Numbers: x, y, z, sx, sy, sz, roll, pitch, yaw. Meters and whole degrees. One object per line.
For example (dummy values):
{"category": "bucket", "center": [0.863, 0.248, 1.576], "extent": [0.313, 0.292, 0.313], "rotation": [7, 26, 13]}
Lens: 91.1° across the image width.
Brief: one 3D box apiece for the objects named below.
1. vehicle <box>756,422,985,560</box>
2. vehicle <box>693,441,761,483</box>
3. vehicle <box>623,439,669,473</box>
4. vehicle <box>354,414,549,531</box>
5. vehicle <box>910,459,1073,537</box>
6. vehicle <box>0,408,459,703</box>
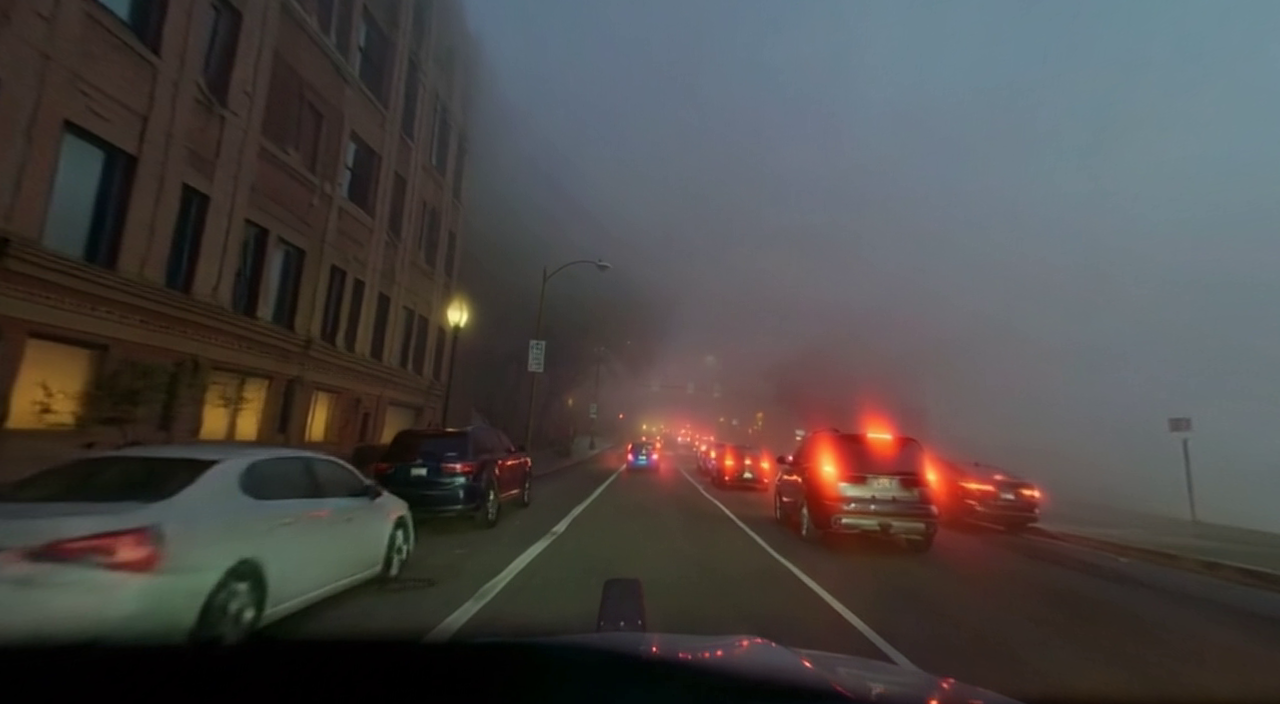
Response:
{"category": "vehicle", "center": [3.309, 2.077, 10.179], "extent": [2.002, 1.707, 4.547], "rotation": [0, -9, 0]}
{"category": "vehicle", "center": [3.298, 4.265, 24.668], "extent": [1.966, 1.475, 4.528], "rotation": [0, -9, 0]}
{"category": "vehicle", "center": [0.281, 4.807, 29.254], "extent": [2.007, 1.460, 3.923], "rotation": [0, -9, 1]}
{"category": "vehicle", "center": [-3.143, 2.133, 11.673], "extent": [2.128, 1.725, 4.471], "rotation": [0, -9, 1]}
{"category": "vehicle", "center": [8.982, 3.712, 16.553], "extent": [1.893, 1.663, 4.257], "rotation": [0, -9, 2]}
{"category": "vehicle", "center": [-3.076, 1.308, 4.988], "extent": [1.926, 1.456, 4.313], "rotation": [0, -9, 1]}
